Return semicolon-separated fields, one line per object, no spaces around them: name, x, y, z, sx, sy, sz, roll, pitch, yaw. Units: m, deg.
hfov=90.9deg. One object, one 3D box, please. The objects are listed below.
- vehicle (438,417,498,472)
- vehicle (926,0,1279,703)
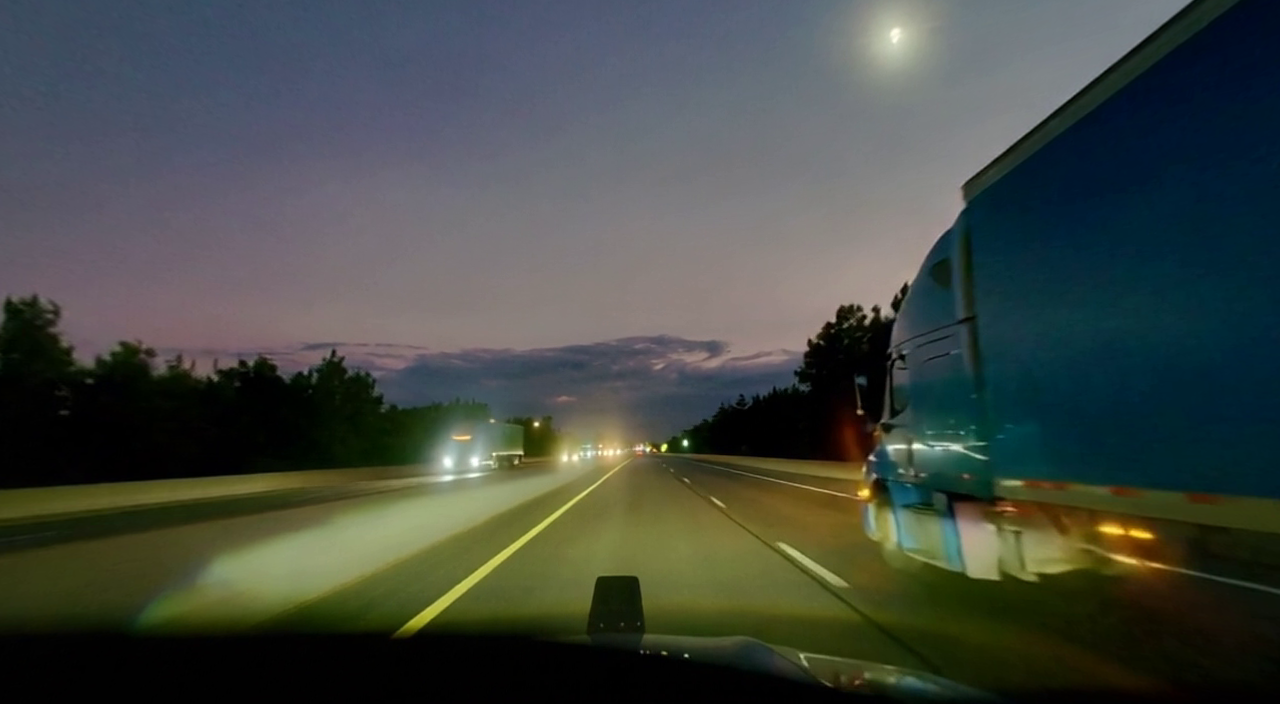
vehicle;-13.382;7.266;49.554;3.012;3.998;5.861;0;-9;0
vehicle;4.125;-0.105;1.700;2.920;3.288;7.793;0;-9;-1
